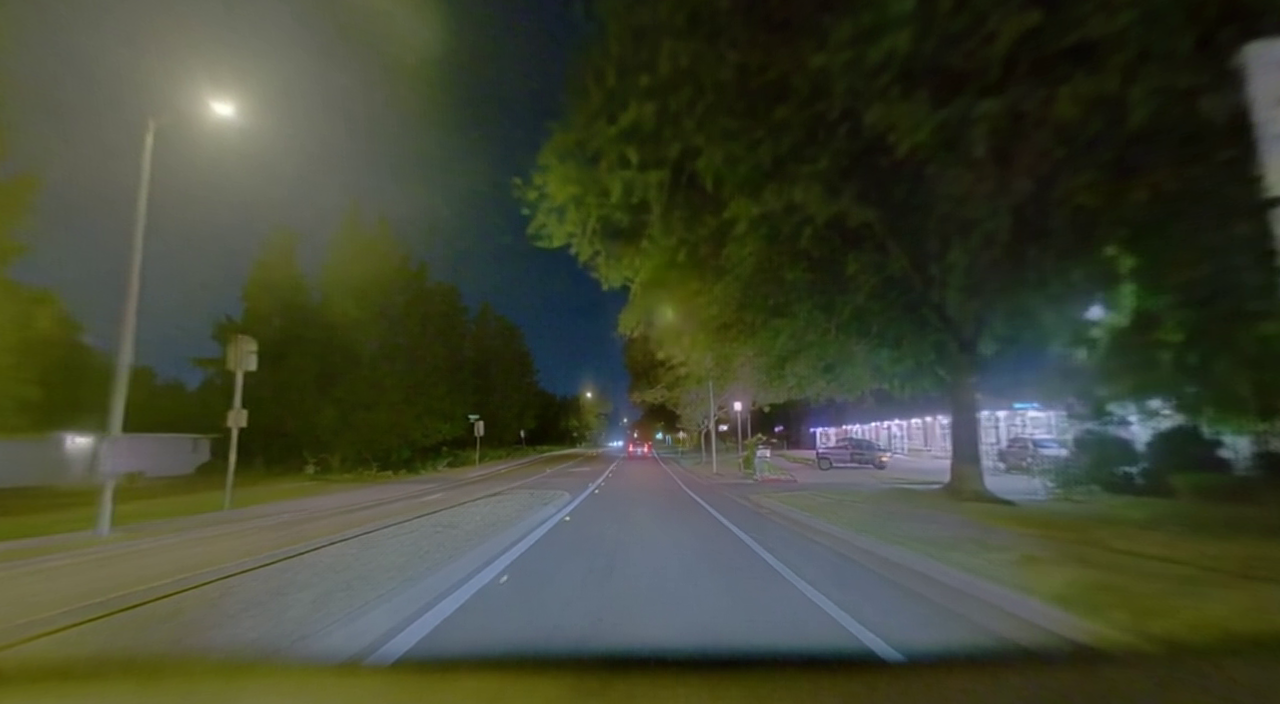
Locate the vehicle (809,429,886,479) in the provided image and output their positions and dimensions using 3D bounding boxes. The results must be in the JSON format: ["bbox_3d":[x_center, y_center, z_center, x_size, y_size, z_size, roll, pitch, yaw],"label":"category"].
[{"bbox_3d":[11.128,5.615,34.252,2.001,1.744,4.449,-4,-18,-9],"label":"vehicle"}]
